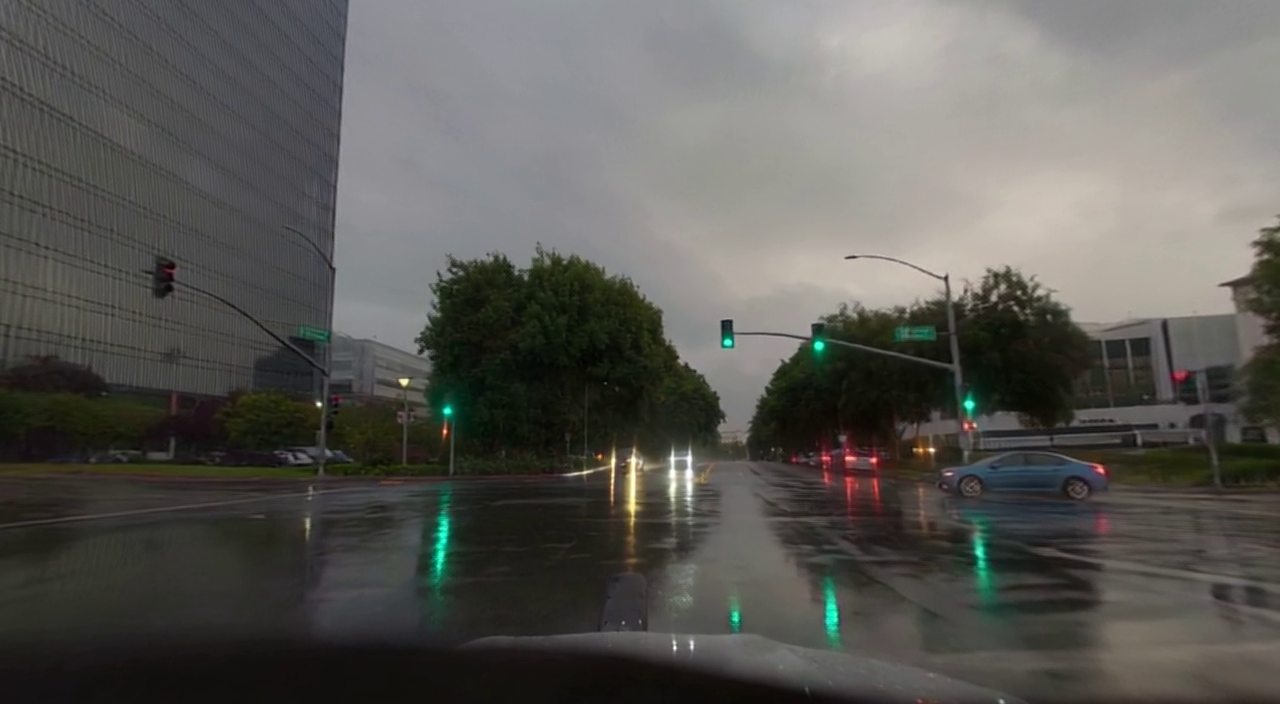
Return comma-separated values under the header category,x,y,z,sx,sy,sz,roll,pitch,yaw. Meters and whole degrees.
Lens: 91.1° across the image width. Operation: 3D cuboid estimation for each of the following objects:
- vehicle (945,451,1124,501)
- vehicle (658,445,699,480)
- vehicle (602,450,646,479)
category,x,y,z,sx,sy,sz,roll,pitch,yaw
vehicle,13.379,4.162,21.495,4.896,1.503,1.971,-6,-10,35
vehicle,2.049,5.790,33.262,2.018,1.699,4.751,-1,-8,4
vehicle,-0.848,6.522,36.597,2.068,1.486,4.664,-1,-8,5
